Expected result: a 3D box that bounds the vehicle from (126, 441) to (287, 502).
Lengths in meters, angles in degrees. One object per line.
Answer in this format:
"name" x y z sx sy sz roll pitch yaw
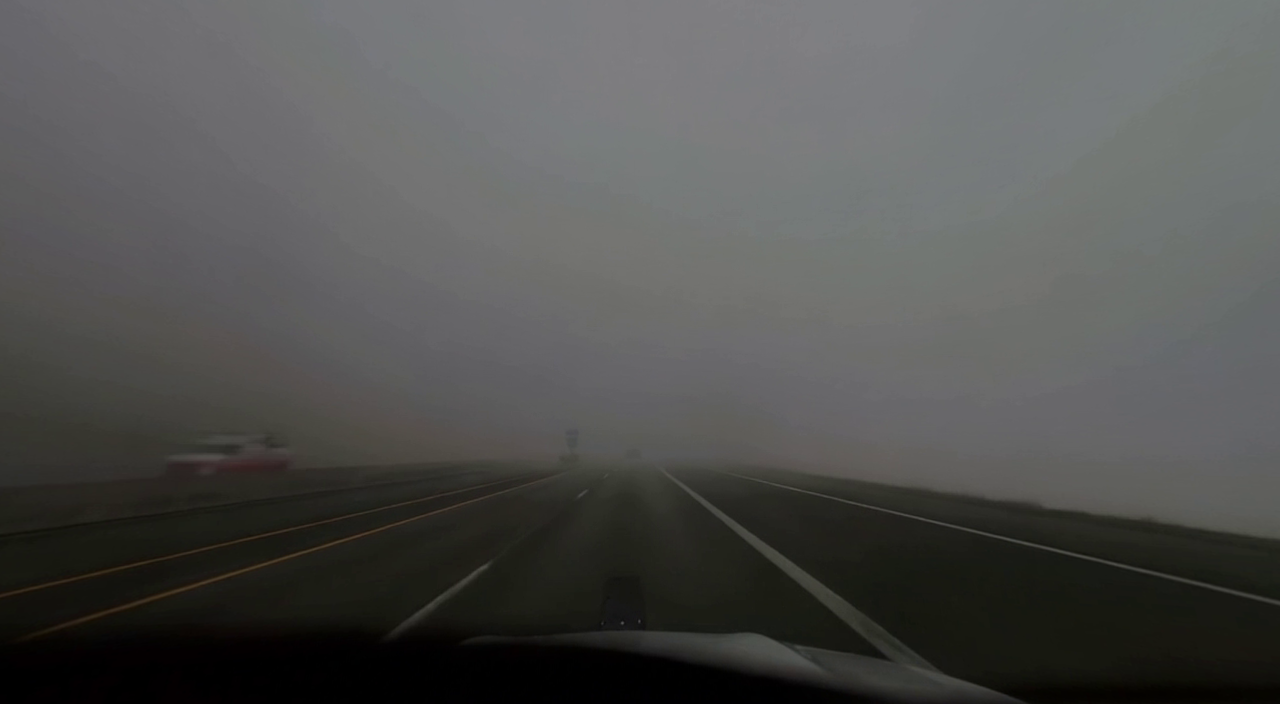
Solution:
"vehicle" -14.470 3.986 21.455 2.065 1.832 4.651 0 -9 1
